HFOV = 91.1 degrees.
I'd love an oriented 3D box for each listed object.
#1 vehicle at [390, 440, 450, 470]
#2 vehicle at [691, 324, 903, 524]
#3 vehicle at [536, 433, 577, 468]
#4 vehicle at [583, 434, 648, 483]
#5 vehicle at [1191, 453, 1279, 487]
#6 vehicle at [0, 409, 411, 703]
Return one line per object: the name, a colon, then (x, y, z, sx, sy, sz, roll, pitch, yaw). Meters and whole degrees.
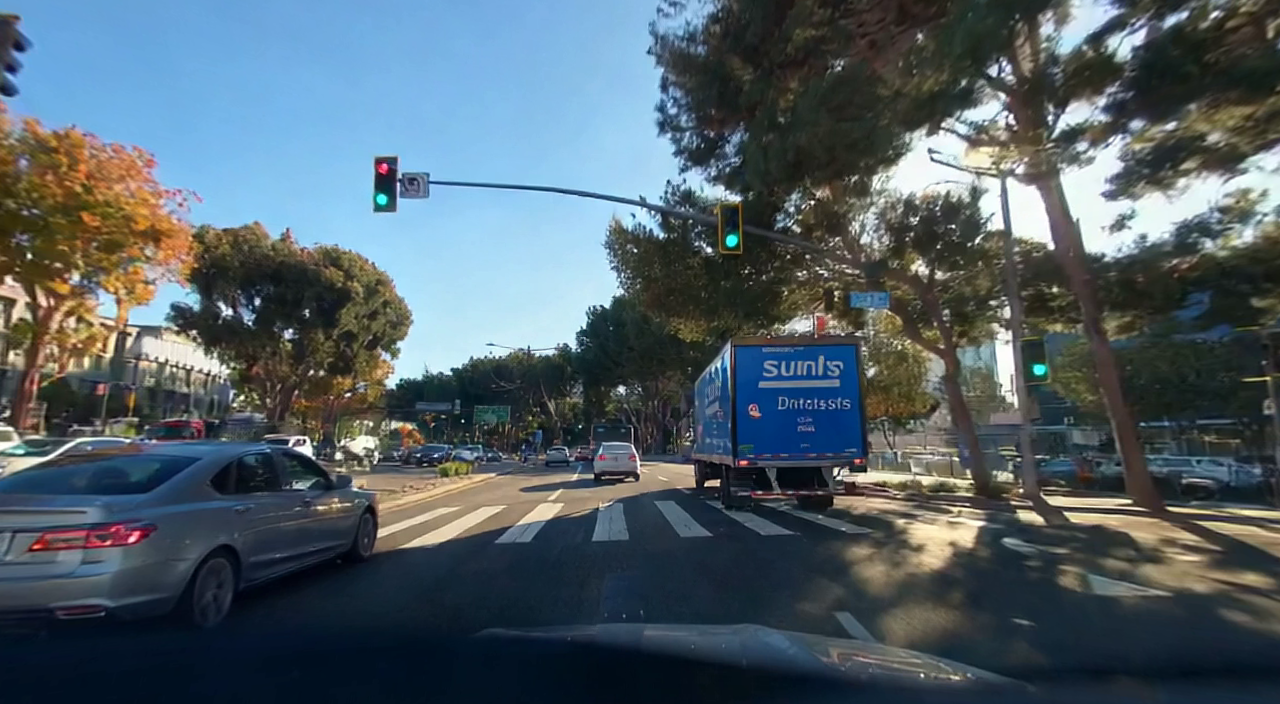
vehicle: (-13.332, 6.263, 38.361, 2.241, 1.705, 4.807, 1, -9, -4)
vehicle: (3.195, 1.907, 15.734, 2.905, 3.644, 8.441, 0, -9, -1)
vehicle: (-5.581, 6.660, 42.667, 2.269, 2.181, 5.787, 0, -9, -3)
vehicle: (-1.056, 4.304, 25.640, 2.388, 1.811, 4.455, 1, -9, -4)
vehicle: (32.182, 6.291, 33.765, 4.767, 1.660, 2.089, 5, -9, -28)
vehicle: (-3.748, 1.386, 5.462, 1.828, 1.515, 4.422, 0, -9, 0)
